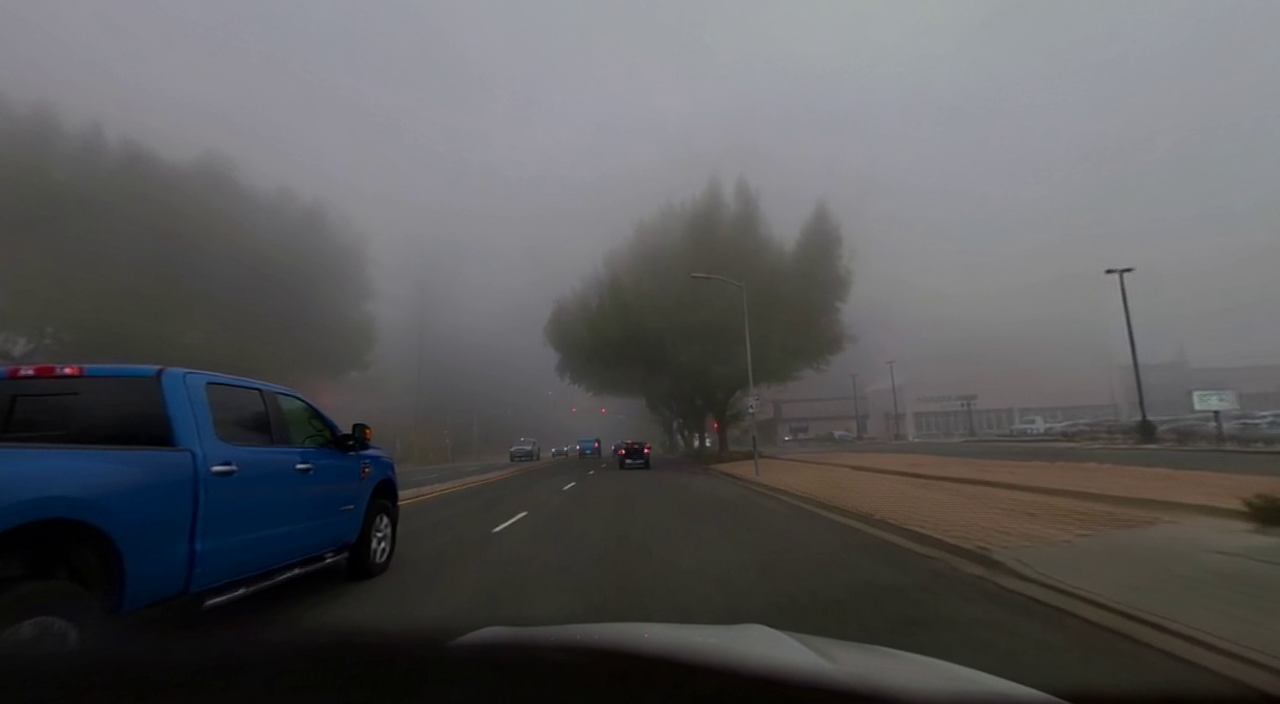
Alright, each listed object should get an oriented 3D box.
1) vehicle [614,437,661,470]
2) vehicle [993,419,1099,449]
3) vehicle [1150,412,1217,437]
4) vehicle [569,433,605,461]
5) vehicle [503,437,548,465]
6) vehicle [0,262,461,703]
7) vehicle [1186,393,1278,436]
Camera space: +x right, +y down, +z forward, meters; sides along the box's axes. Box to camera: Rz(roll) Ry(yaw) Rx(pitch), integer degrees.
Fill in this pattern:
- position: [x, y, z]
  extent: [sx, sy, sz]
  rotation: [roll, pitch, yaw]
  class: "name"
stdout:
- position: [-0.122, 5.036, 31.344]
  extent: [2.191, 1.530, 4.470]
  rotation: [0, -8, 0]
  class: "vehicle"
- position: [22.751, 4.666, 35.426]
  extent: [4.767, 1.443, 1.978]
  rotation: [-7, -11, 28]
  class: "vehicle"
- position: [39.676, 5.341, 45.813]
  extent: [4.665, 1.645, 2.163]
  rotation: [5, -10, -30]
  class: "vehicle"
- position: [-3.923, 7.207, 47.497]
  extent: [2.243, 1.976, 4.514]
  rotation: [0, -8, 1]
  class: "vehicle"
- position: [-8.043, 7.015, 44.619]
  extent: [2.146, 1.788, 5.153]
  rotation: [0, -8, 1]
  class: "vehicle"
- position: [-3.621, 0.981, 4.233]
  extent: [2.552, 2.079, 6.810]
  rotation: [0, -8, 2]
  class: "vehicle"
- position: [34.785, 3.702, 36.854]
  extent: [5.297, 2.323, 2.378]
  rotation: [3, -9, -31]
  class: "vehicle"
